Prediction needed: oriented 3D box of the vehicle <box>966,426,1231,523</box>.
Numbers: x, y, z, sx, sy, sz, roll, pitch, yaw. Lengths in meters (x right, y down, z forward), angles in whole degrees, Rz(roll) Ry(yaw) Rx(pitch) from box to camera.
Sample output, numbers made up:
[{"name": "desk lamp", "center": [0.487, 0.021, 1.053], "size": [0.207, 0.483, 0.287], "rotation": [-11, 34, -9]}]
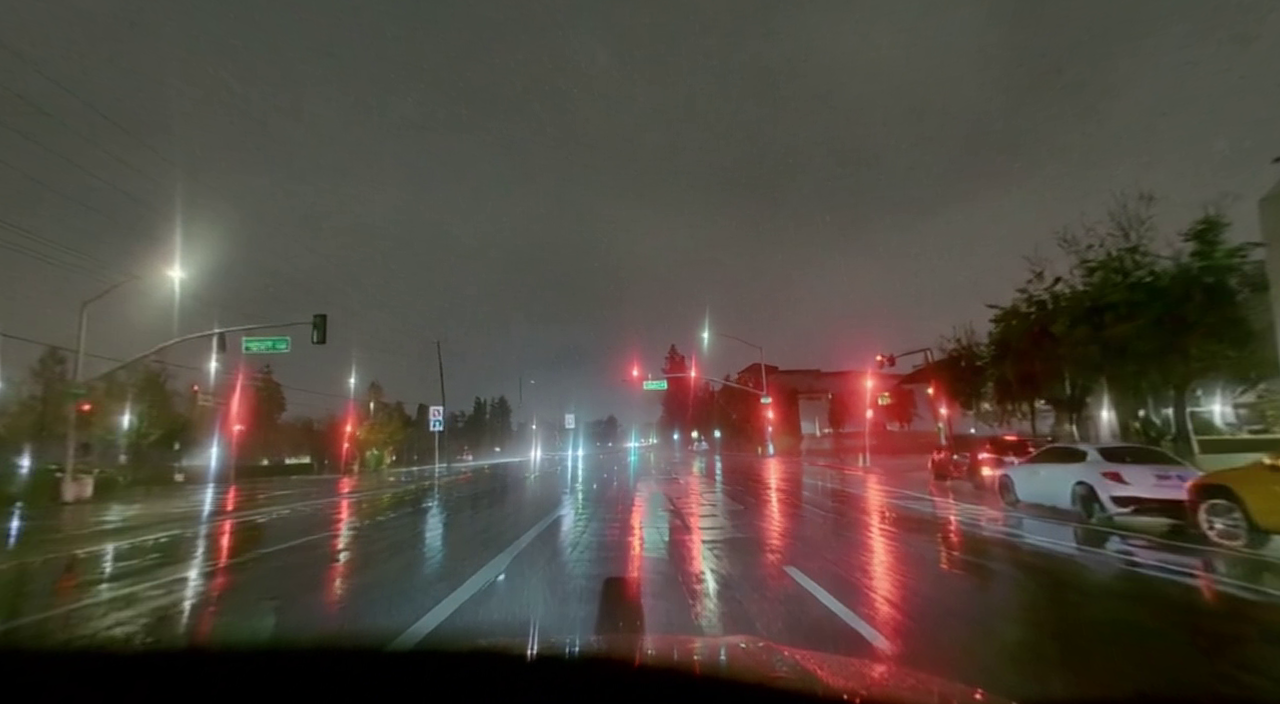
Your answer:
[{"name": "vehicle", "center": [8.147, 2.198, 11.828], "size": [1.943, 1.485, 3.984], "rotation": [0, -8, 0]}]

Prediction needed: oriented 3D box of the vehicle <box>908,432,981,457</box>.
[{"name": "vehicle", "center": [21.964, 6.706, 45.673], "size": [4.323, 1.746, 1.872], "rotation": [0, -8, -3]}]

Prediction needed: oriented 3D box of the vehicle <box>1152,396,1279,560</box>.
[{"name": "vehicle", "center": [7.932, 1.233, 5.998], "size": [2.063, 1.749, 4.776], "rotation": [0, -8, 0]}]
